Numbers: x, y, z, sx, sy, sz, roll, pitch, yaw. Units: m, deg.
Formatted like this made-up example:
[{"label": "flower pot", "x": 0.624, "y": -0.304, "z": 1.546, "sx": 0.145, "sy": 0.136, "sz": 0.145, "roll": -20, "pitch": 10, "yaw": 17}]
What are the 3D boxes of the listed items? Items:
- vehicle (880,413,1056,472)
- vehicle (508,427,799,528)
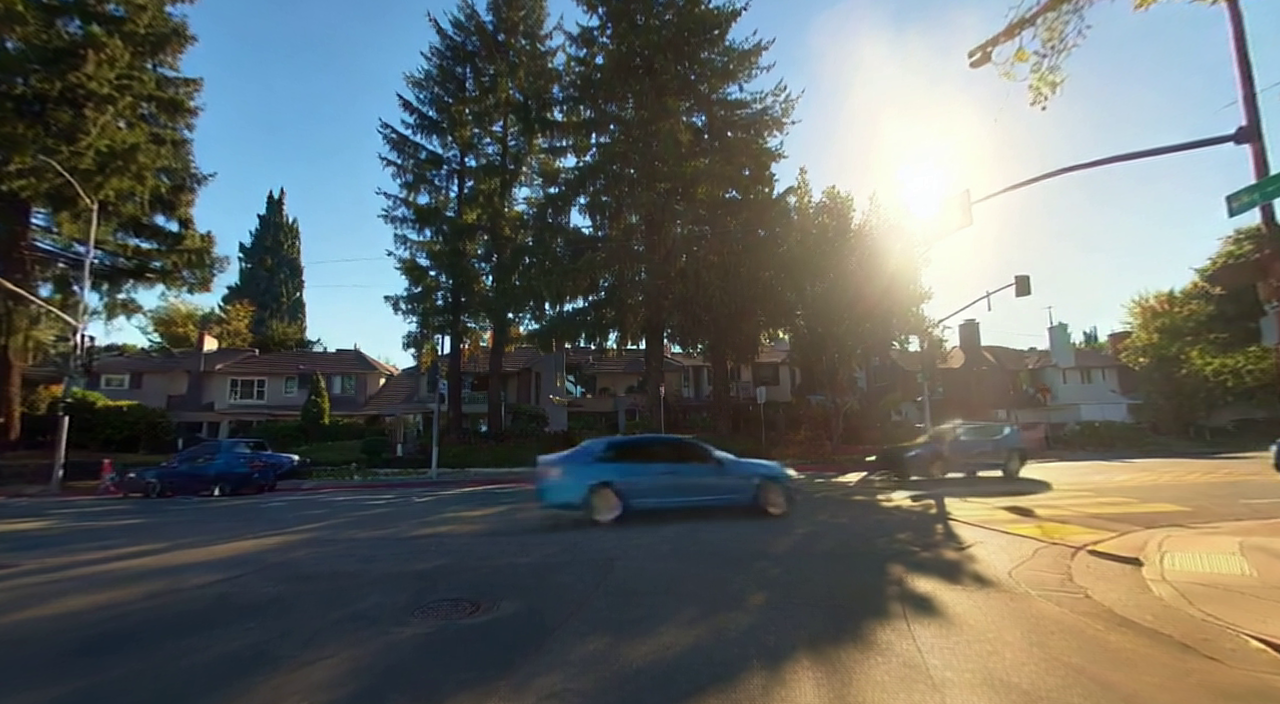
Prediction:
[{"label": "vehicle", "x": 10.813, "y": 3.003, "z": 20.988, "sx": 4.882, "sy": 1.783, "sz": 2.093, "roll": 2, "pitch": -9, "yaw": -13}, {"label": "vehicle", "x": 0.201, "y": 2.024, "z": 10.695, "sx": 4.517, "sy": 1.419, "sz": 1.836, "roll": 3, "pitch": -9, "yaw": -20}]
